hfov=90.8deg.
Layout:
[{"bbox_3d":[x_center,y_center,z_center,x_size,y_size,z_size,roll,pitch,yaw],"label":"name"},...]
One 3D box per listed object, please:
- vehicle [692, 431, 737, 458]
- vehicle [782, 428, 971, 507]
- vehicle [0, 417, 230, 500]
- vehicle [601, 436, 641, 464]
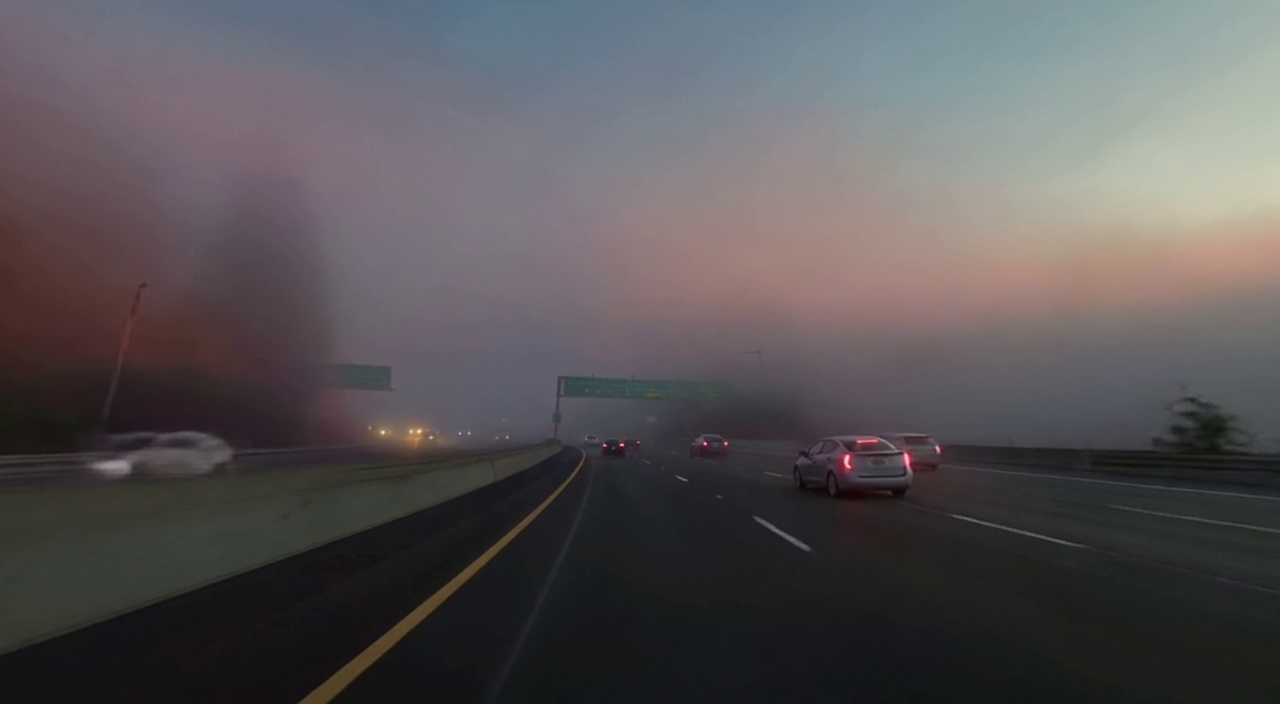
[{"bbox_3d":[4.803,6.024,41.195,2.094,1.652,3.955,1,-9,-5],"label":"vehicle"},{"bbox_3d":[5.090,2.562,14.526,2.196,1.494,4.735,1,-9,-5],"label":"vehicle"},{"bbox_3d":[-12.470,2.531,15.313,1.954,1.693,4.417,0,-9,1],"label":"vehicle"},{"bbox_3d":[-1.150,5.678,36.818,2.090,1.510,4.280,1,-9,-5],"label":"vehicle"}]
